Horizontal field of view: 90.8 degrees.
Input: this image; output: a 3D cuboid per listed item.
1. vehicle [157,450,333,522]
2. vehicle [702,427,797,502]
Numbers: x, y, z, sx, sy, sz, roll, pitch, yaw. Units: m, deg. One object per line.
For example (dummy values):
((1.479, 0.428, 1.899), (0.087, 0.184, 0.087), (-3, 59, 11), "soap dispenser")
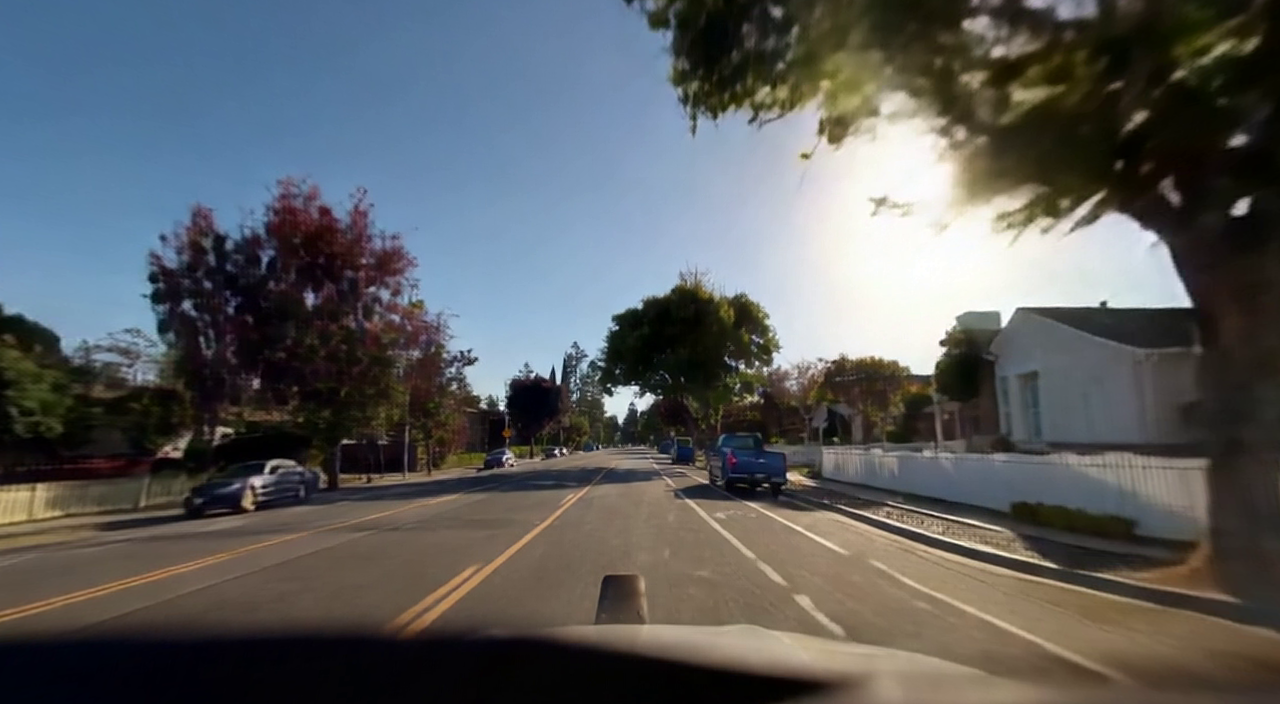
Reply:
((-10.807, 3.639, 17.827), (2.049, 1.527, 4.677), (-3, -8, -1), "vehicle")
((3.762, 3.991, 22.942), (2.504, 2.114, 6.073), (5, -8, 3), "vehicle")
